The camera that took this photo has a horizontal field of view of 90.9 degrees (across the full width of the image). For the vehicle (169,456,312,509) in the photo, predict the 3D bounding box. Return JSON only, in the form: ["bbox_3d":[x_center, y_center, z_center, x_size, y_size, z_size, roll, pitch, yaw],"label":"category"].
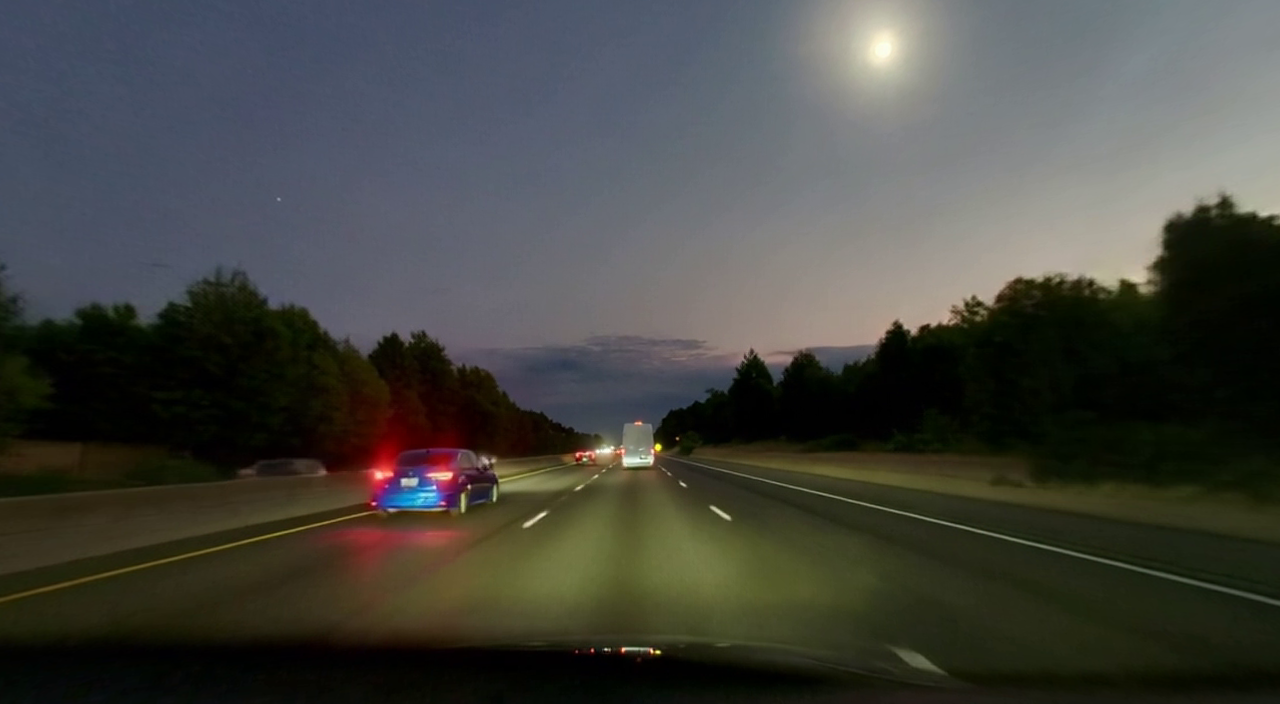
[{"bbox_3d":[-13.192,4.297,21.187,2.093,1.561,4.069,0,-9,0],"label":"vehicle"}]

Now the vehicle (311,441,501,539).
[{"bbox_3d":[-4.160,2.496,12.132,1.916,1.506,4.476,0,-9,0],"label":"vehicle"}]
